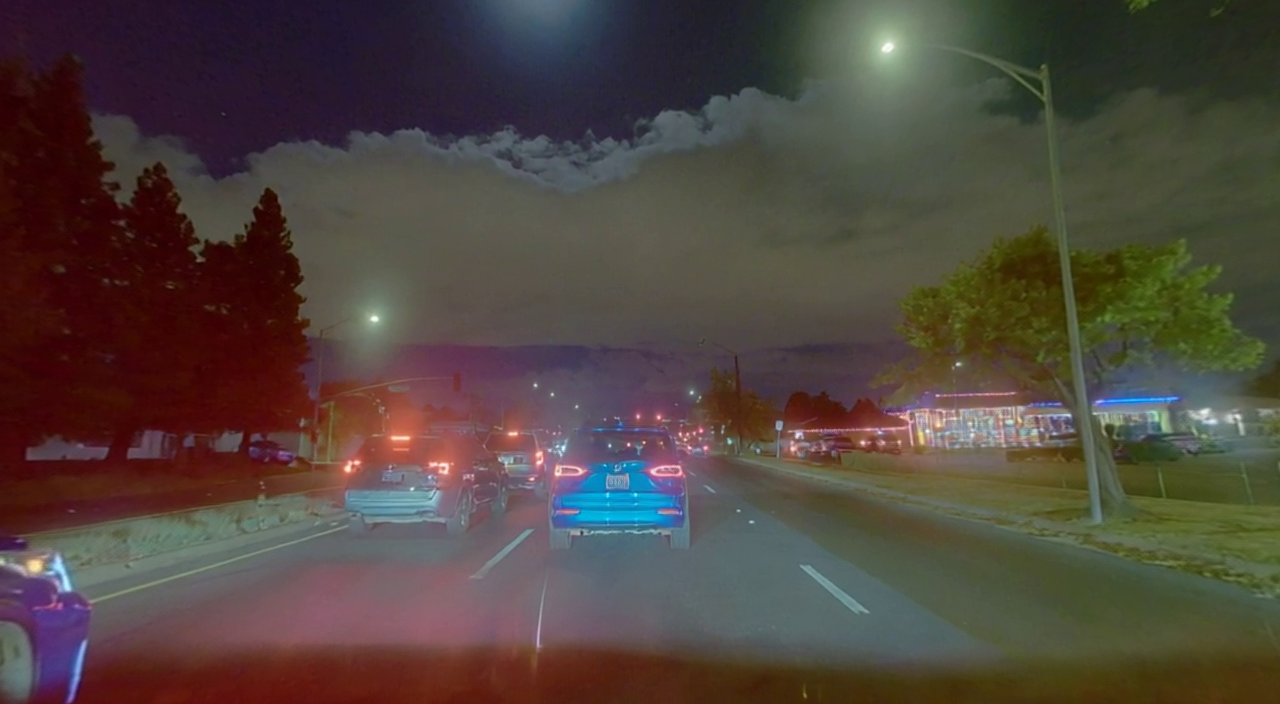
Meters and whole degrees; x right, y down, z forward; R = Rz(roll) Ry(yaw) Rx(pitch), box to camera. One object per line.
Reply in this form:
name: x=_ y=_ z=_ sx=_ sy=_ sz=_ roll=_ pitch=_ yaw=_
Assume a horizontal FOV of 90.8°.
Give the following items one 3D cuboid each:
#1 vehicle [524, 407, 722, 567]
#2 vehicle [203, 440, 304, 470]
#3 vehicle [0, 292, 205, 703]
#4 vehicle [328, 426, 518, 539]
vehicle: x=-0.191 y=1.747 z=8.878 sx=2.112 sy=1.693 sz=4.058 roll=0 pitch=-8 yaw=0
vehicle: x=-28.497 y=7.591 z=46.835 sx=5.856 sy=2.096 sz=2.481 roll=3 pitch=-9 yaw=-18
vehicle: x=-3.532 y=0.545 z=0.952 sx=2.304 sy=1.928 sz=4.833 roll=0 pitch=-8 yaw=-1
vehicle: x=-3.658 y=2.269 z=11.643 sx=1.948 sy=1.668 sz=4.279 roll=0 pitch=-8 yaw=0
